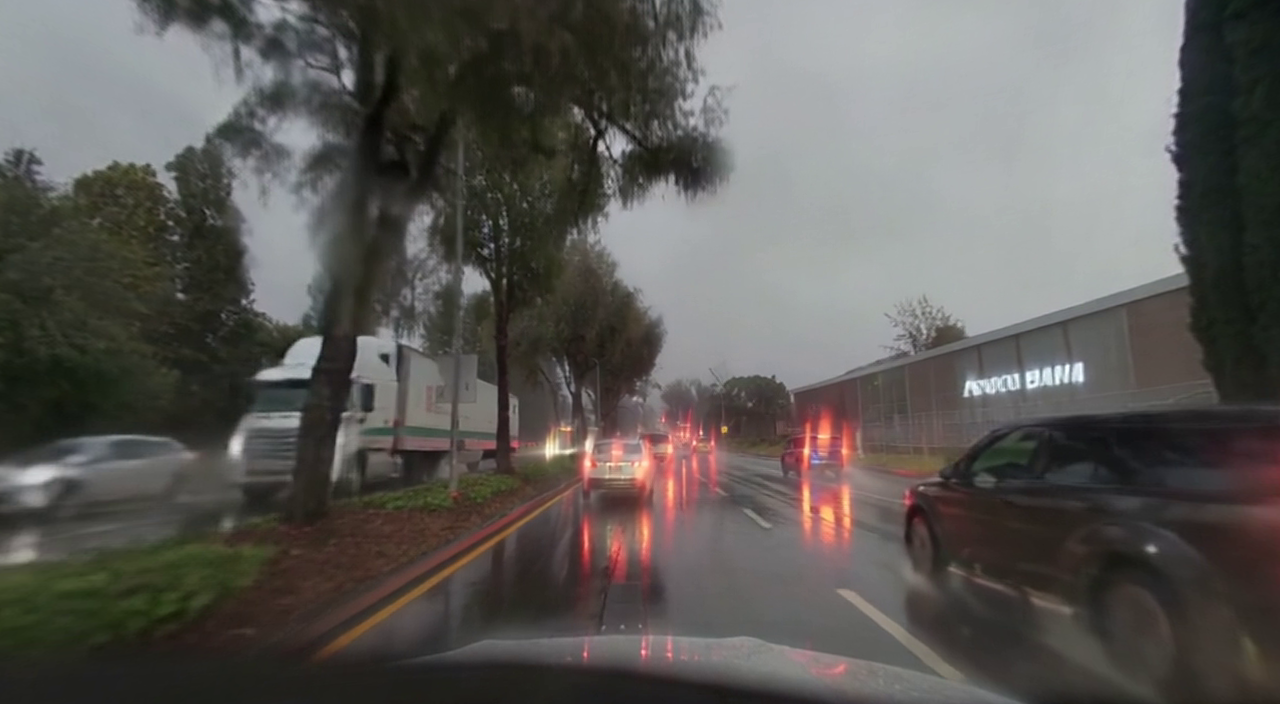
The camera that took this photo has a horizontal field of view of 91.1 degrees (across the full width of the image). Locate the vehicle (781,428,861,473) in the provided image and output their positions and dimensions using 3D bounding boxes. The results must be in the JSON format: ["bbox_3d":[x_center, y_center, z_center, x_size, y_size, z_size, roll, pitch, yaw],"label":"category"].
[{"bbox_3d":[7.716,4.264,27.208,2.090,1.768,4.407,0,-8,0],"label":"vehicle"}]

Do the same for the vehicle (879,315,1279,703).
[{"bbox_3d":[3.619,1.015,4.370,2.090,1.763,4.560,0,-8,0],"label":"vehicle"}]

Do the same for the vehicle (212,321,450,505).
[{"bbox_3d":[-8.138,1.882,17.976,3.021,4.215,7.024,0,-8,1],"label":"vehicle"}]

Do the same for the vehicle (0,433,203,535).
[{"bbox_3d":[-12.038,2.656,13.367,2.058,1.759,4.577,0,-8,1],"label":"vehicle"}]

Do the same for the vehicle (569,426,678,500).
[{"bbox_3d":[-0.363,2.668,15.440,2.315,1.563,4.080,0,-8,0],"label":"vehicle"}]
